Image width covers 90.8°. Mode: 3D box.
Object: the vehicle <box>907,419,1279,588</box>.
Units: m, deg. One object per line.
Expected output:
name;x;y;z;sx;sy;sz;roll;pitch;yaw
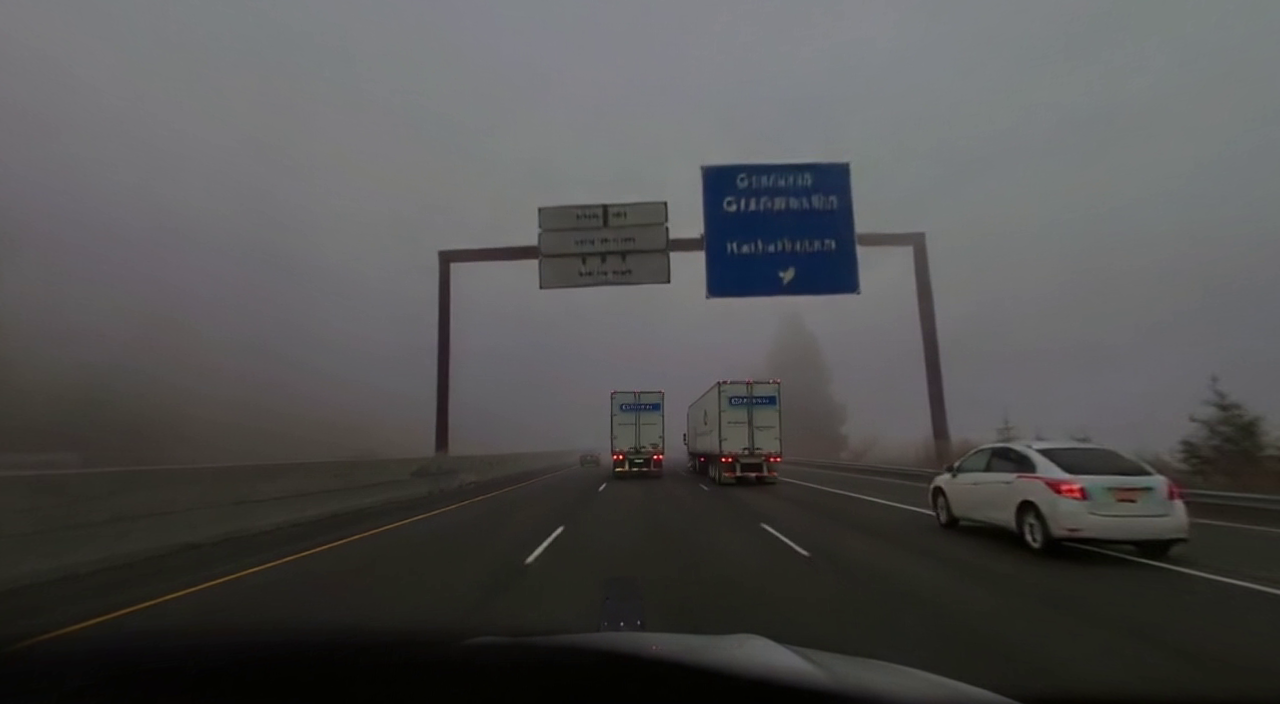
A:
vehicle;5.488;1.768;8.277;2.086;1.530;4.808;-1;-9;3

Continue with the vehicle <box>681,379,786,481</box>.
vehicle;4.264;4.275;32.954;3.044;4.128;14.482;0;-9;-1

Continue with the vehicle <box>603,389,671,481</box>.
vehicle;-0.139;4.227;31.445;2.864;3.805;9.709;0;-9;0
